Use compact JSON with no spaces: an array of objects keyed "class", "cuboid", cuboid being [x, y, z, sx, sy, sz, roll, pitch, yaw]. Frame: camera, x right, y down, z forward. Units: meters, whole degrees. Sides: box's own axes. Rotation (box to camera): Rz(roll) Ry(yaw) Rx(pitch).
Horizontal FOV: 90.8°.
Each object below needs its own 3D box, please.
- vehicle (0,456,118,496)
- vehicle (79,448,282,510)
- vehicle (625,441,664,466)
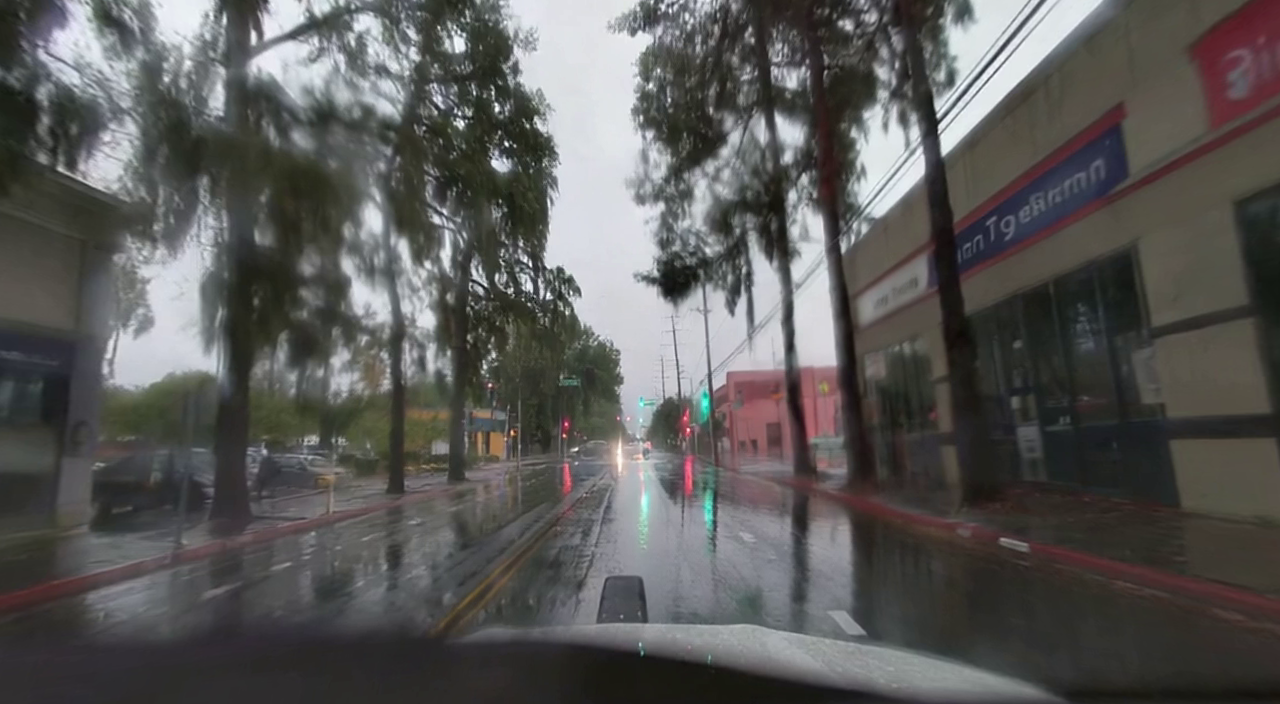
[{"class":"vehicle","cuboid":[-26.072,5.488,28.083,3.892,1.518,2.147,-2,-8,2]},{"class":"vehicle","cuboid":[-13.138,3.624,18.285,4.294,1.634,1.972,0,-8,1]},{"class":"vehicle","cuboid":[0.213,6.439,40.122,2.118,1.478,4.624,1,-8,-5]}]
